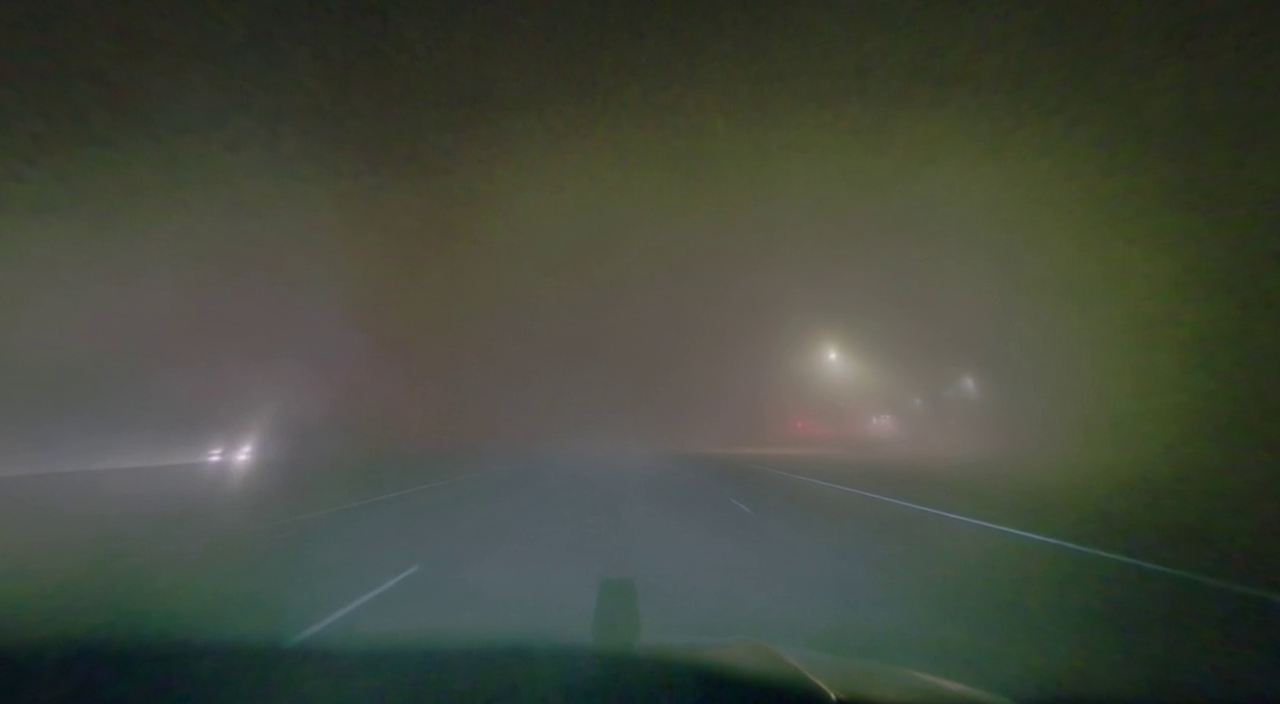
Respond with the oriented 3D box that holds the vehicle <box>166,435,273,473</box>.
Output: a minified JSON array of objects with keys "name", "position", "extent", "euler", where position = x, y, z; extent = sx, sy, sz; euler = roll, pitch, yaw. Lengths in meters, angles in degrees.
[{"name":"vehicle","position":[-23.684,5.751,35.784],"extent":[2.267,1.970,5.608],"euler":[0,-8,-1]}]
